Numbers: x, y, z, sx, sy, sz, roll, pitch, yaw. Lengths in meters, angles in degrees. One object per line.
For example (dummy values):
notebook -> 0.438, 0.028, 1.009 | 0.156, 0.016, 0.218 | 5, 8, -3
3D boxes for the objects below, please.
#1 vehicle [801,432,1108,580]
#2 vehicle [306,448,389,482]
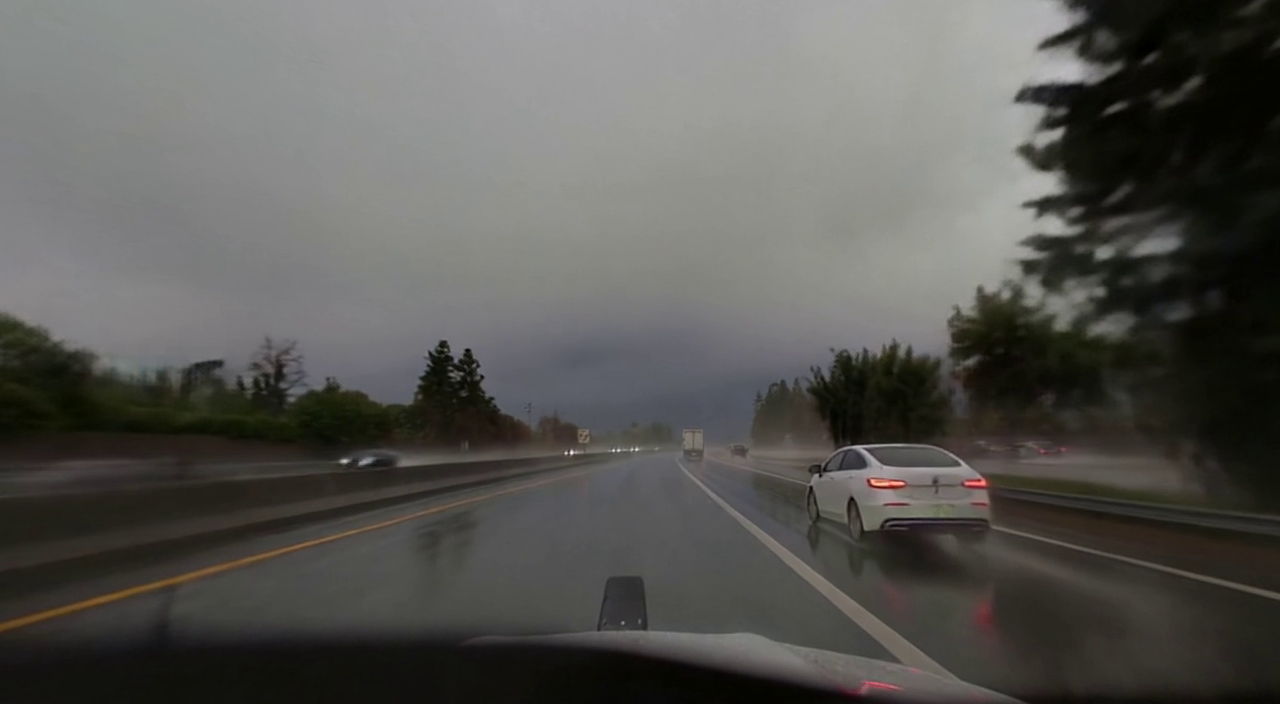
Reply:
vehicle -> 3.707, 1.876, 8.488 | 1.938, 1.456, 4.204 | 0, -9, 0
vehicle -> -15.557, 6.029, 33.892 | 2.005, 1.651, 4.817 | -1, -9, 2
